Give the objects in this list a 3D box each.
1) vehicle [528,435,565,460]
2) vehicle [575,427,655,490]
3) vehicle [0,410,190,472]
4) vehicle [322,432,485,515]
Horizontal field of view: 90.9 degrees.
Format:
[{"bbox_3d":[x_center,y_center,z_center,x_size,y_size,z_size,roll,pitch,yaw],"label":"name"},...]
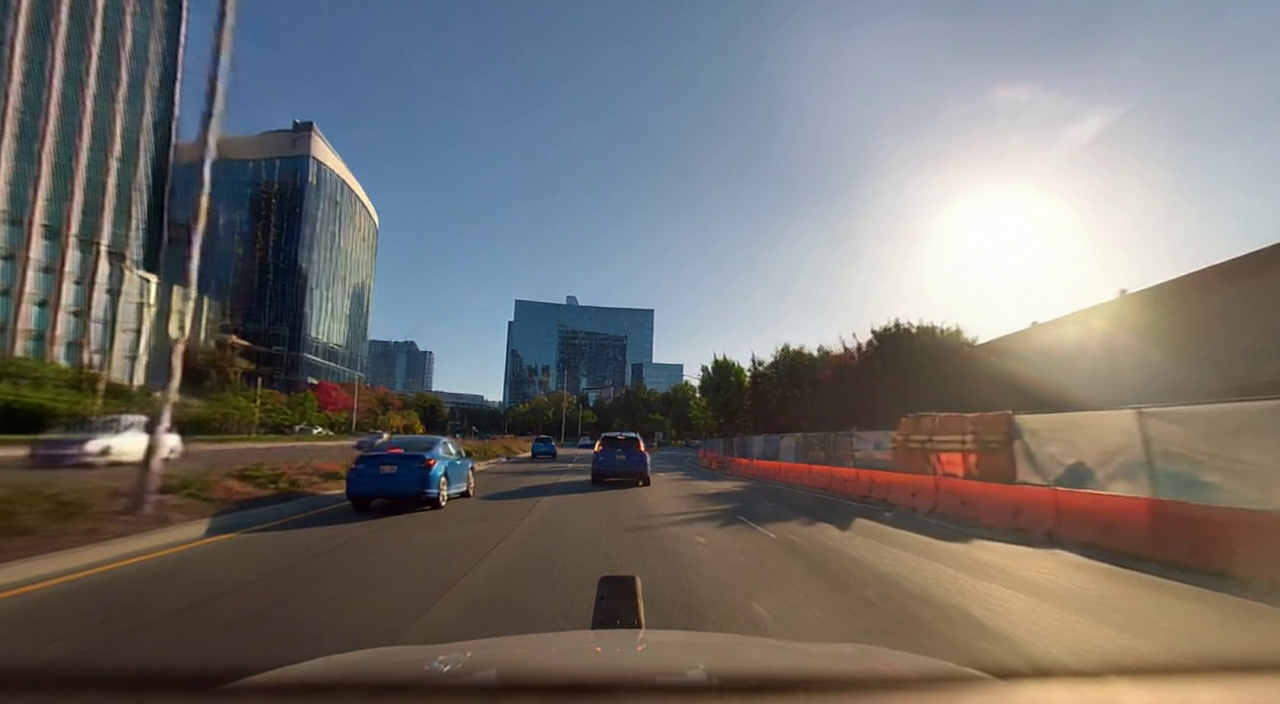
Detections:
[{"bbox_3d":[-5.891,6.023,40.110,1.888,1.486,4.310,0,-8,-3],"label":"vehicle"},{"bbox_3d":[-0.569,2.780,16.822,1.913,1.499,3.581,0,-8,1],"label":"vehicle"},{"bbox_3d":[-15.012,2.471,17.653,1.799,1.531,4.133,0,-8,-2],"label":"vehicle"},{"bbox_3d":[-4.529,2.343,12.791,1.848,1.406,4.013,0,-8,-2],"label":"vehicle"}]
